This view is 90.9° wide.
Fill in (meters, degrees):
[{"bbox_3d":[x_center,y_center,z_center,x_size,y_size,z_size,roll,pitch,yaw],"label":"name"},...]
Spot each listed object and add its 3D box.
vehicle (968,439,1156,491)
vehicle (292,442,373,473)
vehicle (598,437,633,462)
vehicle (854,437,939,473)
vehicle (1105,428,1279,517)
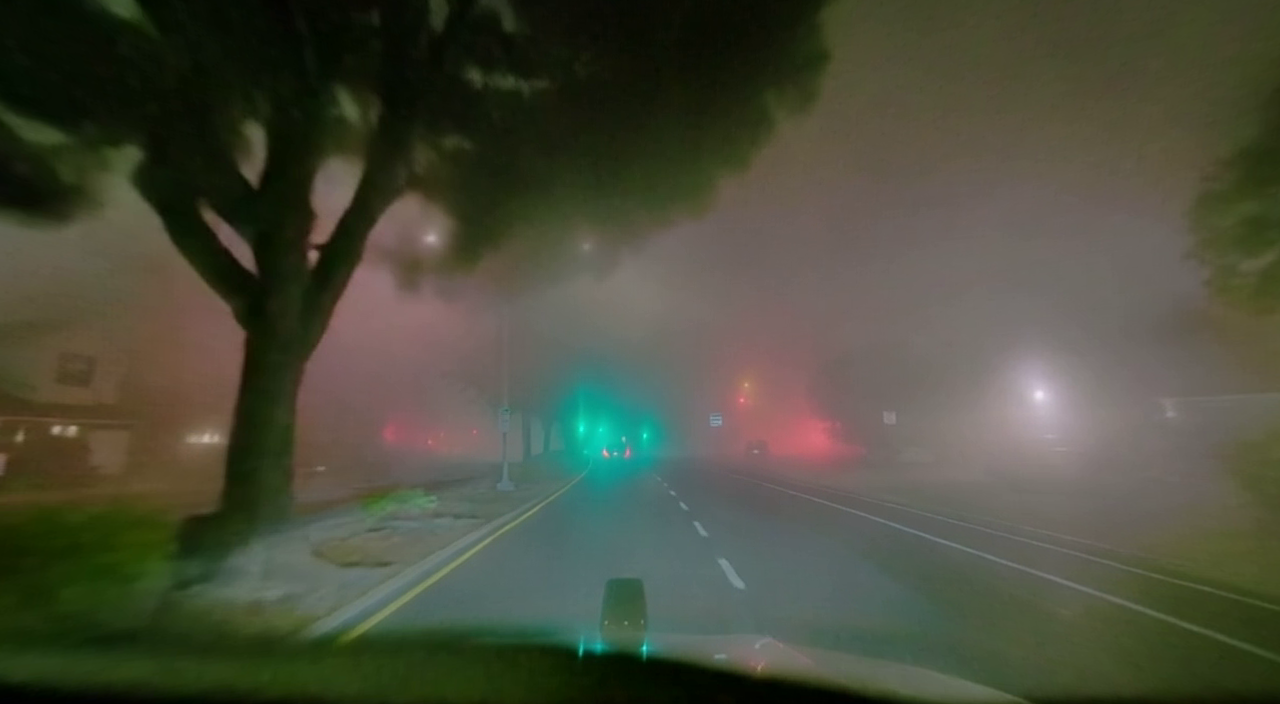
[{"bbox_3d":[11.533,3.099,17.762,2.015,1.231,4.748,0,-8,-1],"label":"vehicle"},{"bbox_3d":[-15.572,5.346,32.236,2.070,1.469,4.524,0,-8,-3],"label":"vehicle"},{"bbox_3d":[-1.595,6.148,39.769,2.113,1.462,4.203,0,-8,-4],"label":"vehicle"},{"bbox_3d":[11.466,4.618,28.542,1.839,1.445,4.484,0,-8,-2],"label":"vehicle"},{"bbox_3d":[11.812,2.294,12.386,1.791,1.503,4.560,0,-8,-1],"label":"vehicle"}]
